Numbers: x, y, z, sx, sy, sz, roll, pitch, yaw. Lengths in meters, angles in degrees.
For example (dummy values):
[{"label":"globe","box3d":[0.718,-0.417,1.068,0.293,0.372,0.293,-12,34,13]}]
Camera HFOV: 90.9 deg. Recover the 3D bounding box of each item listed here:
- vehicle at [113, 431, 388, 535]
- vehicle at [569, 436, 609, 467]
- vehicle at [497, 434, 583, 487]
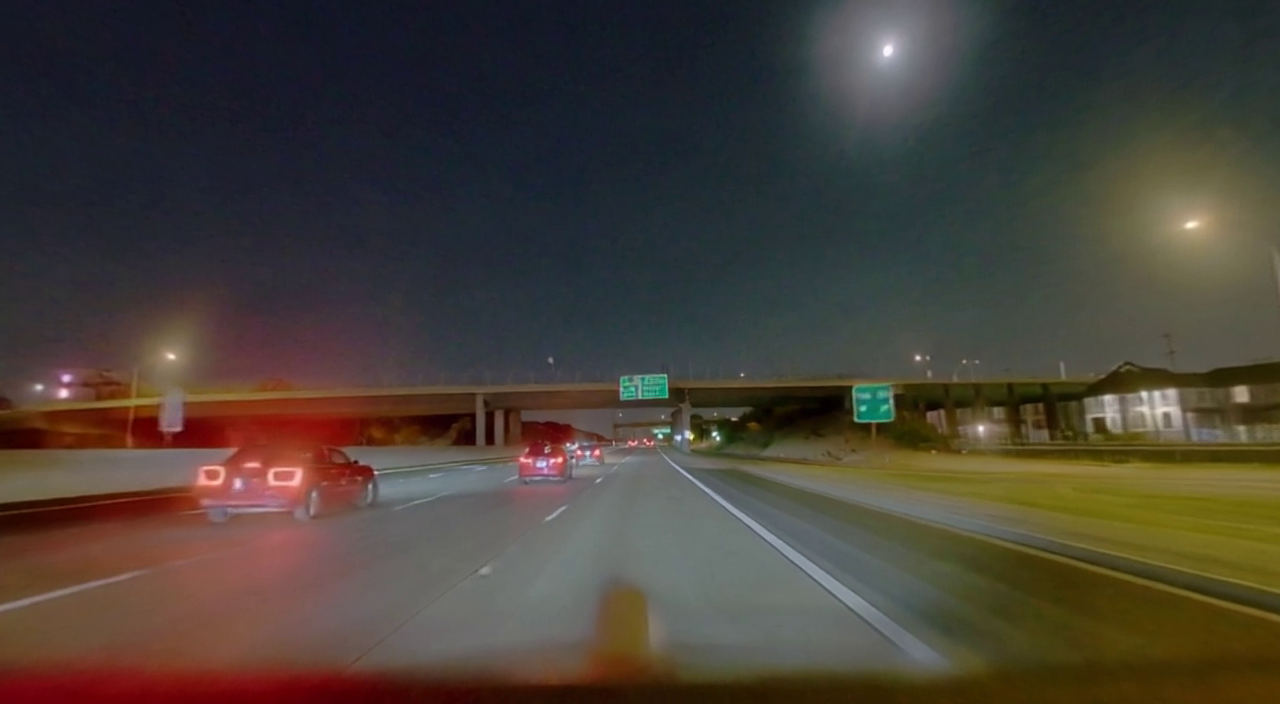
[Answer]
[{"label":"vehicle","box3d":[-6.848,2.330,11.952,2.069,1.551,4.830,0,-8,1]},{"label":"vehicle","box3d":[-3.159,6.282,40.058,2.080,1.811,4.644,0,-8,1]},{"label":"vehicle","box3d":[-3.371,3.770,22.259,2.210,1.628,4.586,0,-8,1]}]
